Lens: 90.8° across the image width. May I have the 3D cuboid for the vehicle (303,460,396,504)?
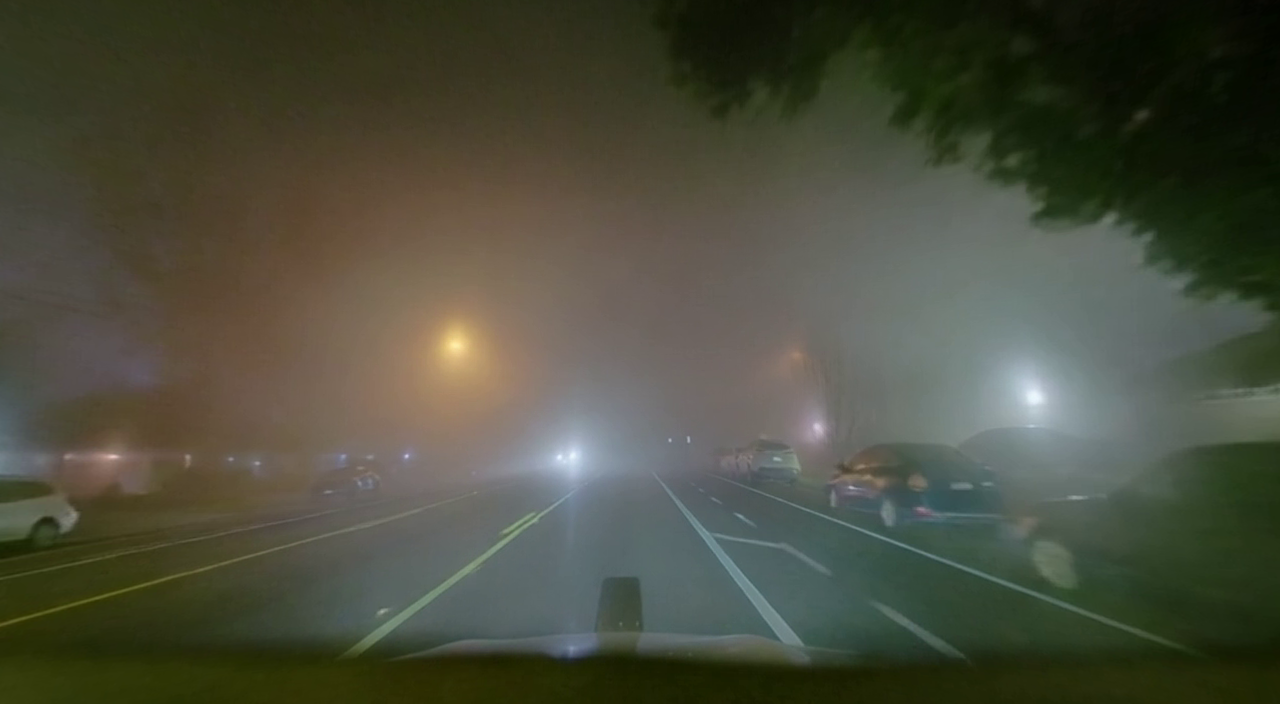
[{"bbox_3d":[-12.626,5.634,27.771,1.972,1.475,4.503,-5,-9,-1],"label":"vehicle"}]

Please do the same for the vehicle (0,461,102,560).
[{"bbox_3d":[-12.518,3.000,11.468,2.156,1.692,4.046,-6,-8,-4],"label":"vehicle"}]

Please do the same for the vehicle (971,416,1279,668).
[{"bbox_3d":[4.839,1.287,4.692,1.933,1.511,5.086,0,-9,-1],"label":"vehicle"}]

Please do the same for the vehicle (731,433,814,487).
[{"bbox_3d":[4.586,3.833,22.625,1.919,1.698,4.747,0,-9,0],"label":"vehicle"}]
